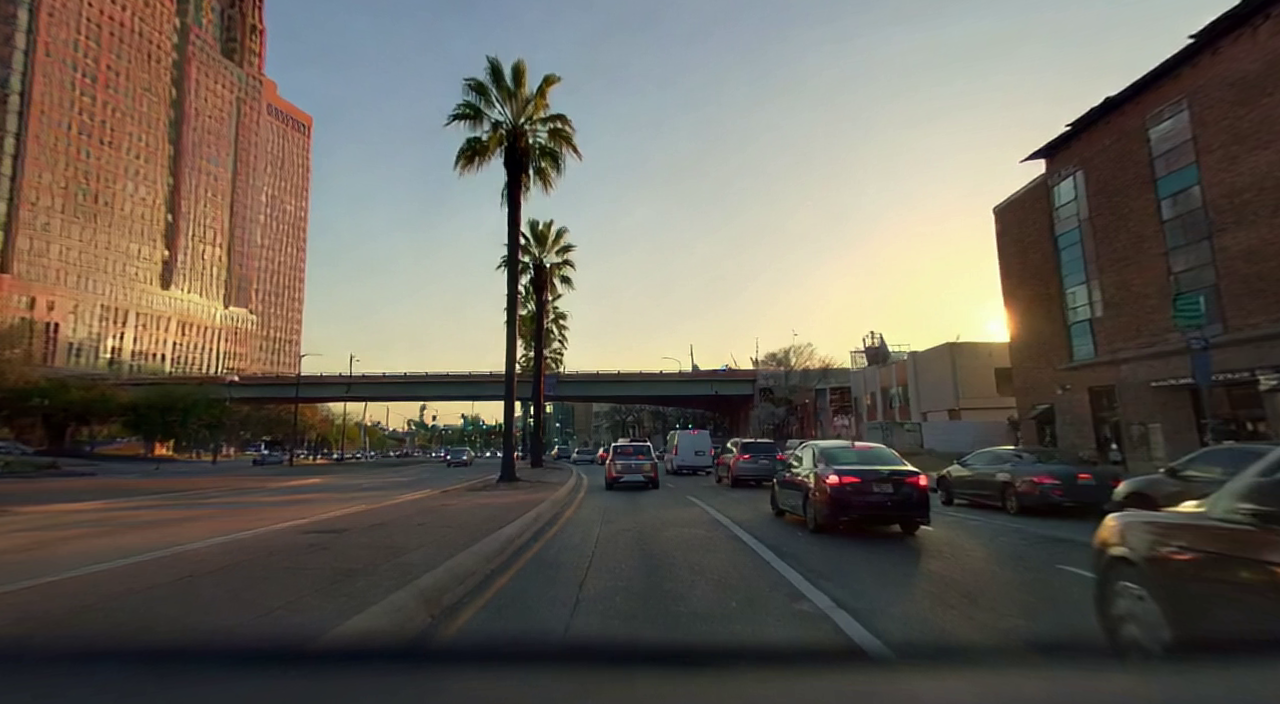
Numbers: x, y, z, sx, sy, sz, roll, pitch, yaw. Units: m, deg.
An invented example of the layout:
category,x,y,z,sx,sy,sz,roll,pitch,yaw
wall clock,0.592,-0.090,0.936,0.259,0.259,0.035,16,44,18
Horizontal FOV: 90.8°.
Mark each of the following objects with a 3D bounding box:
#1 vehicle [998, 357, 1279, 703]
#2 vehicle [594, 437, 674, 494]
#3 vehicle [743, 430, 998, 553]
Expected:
category,x,y,z,sx,sy,sz,roll,pitch,yaw
vehicle,3.501,0.780,1.947,2.129,1.649,4.491,0,-9,0
vehicle,-0.333,3.654,20.742,2.332,1.625,4.933,0,-9,-4
vehicle,3.290,2.105,10.312,2.238,1.522,4.627,0,-9,-3
